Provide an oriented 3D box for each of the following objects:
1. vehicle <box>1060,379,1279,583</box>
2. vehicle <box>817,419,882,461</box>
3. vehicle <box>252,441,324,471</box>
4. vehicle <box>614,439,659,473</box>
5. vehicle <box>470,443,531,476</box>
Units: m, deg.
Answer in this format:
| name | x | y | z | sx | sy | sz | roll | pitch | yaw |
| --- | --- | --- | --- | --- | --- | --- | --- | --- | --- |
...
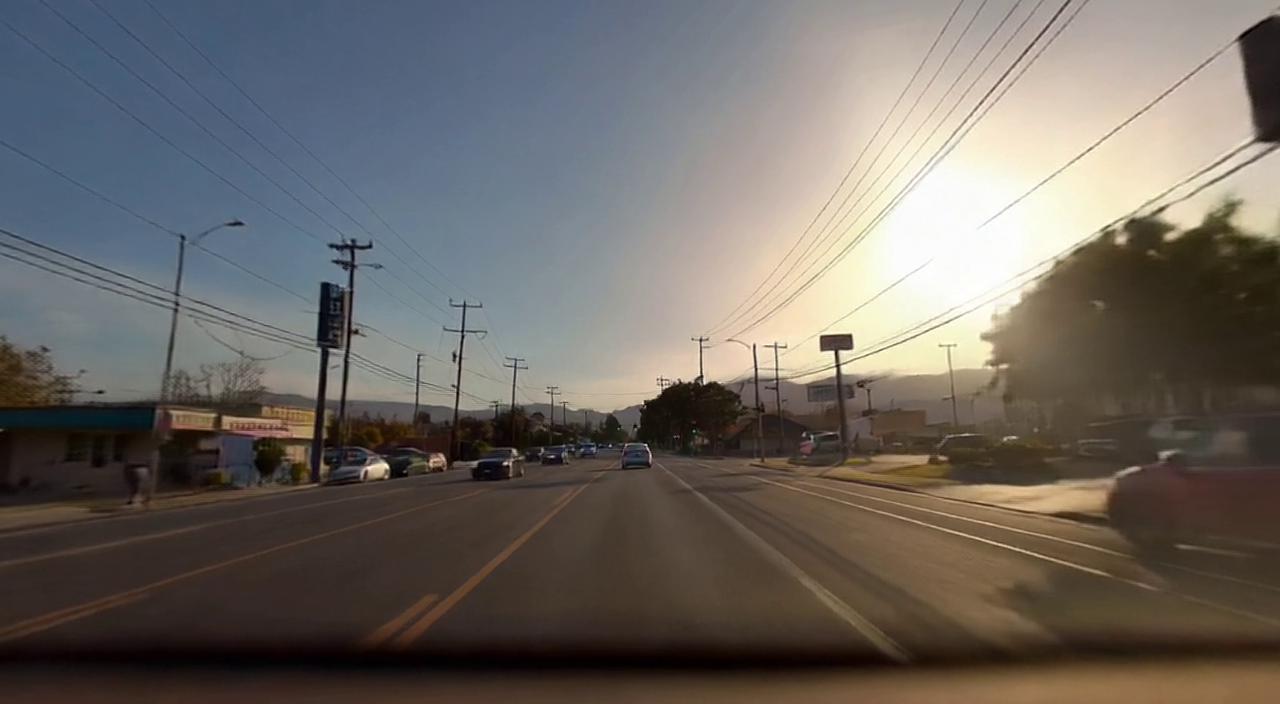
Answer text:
| name | x | y | z | sx | sy | sz | roll | pitch | yaw |
| --- | --- | --- | --- | --- | --- | --- | --- | --- | --- |
| vehicle | 7.689 | 1.401 | 7.025 | 2.257 | 2.072 | 5.376 | 0 | -8 | -1 |
| vehicle | 13.870 | 5.912 | 42.326 | 2.449 | 2.564 | 5.877 | 0 | -9 | 2 |
| vehicle | -20.956 | 6.185 | 37.851 | 1.911 | 1.663 | 4.115 | 0 | -8 | 0 |
| vehicle | -0.173 | 5.109 | 31.407 | 2.067 | 1.547 | 4.513 | 0 | -8 | -1 |
| vehicle | -6.653 | 5.150 | 30.528 | 1.930 | 1.450 | 4.234 | 0 | -8 | 1 |
